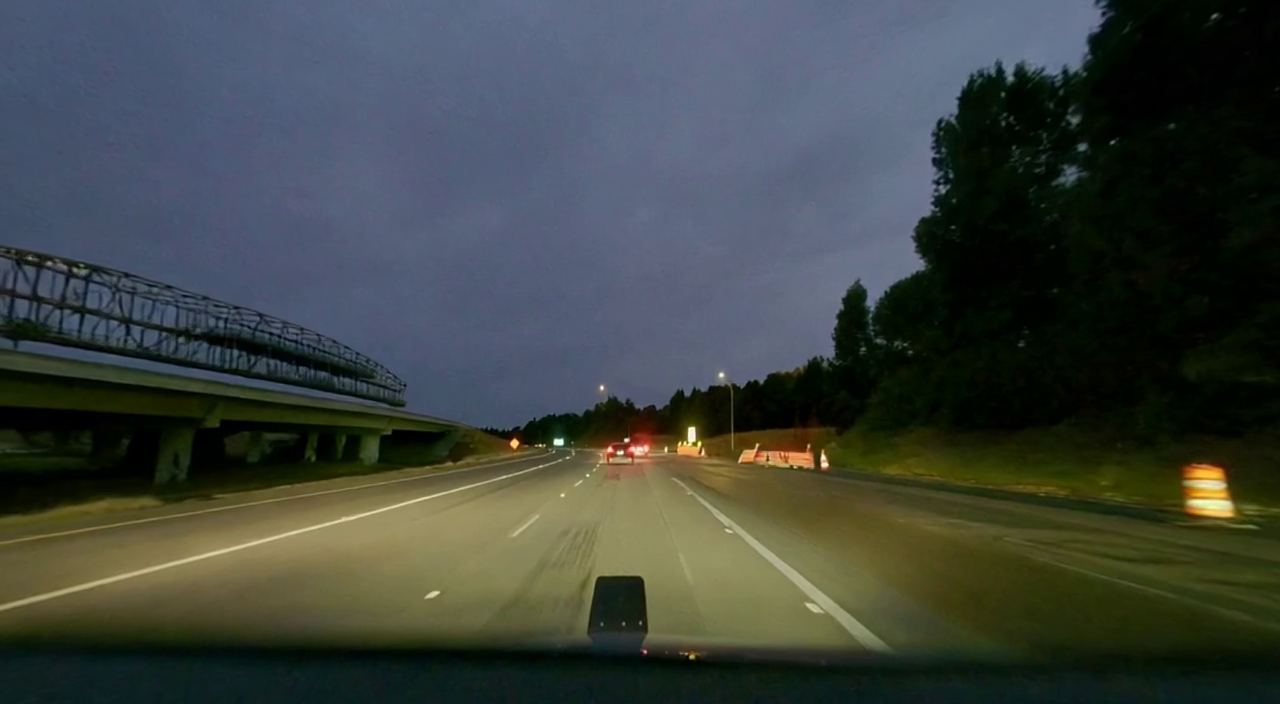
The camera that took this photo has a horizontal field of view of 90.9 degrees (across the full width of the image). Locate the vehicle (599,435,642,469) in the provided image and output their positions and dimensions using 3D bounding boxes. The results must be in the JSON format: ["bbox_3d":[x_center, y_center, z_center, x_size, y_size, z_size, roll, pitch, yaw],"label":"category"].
[{"bbox_3d":[-1.175,5.736,36.217,2.328,1.805,4.502,0,-8,-3],"label":"vehicle"}]
